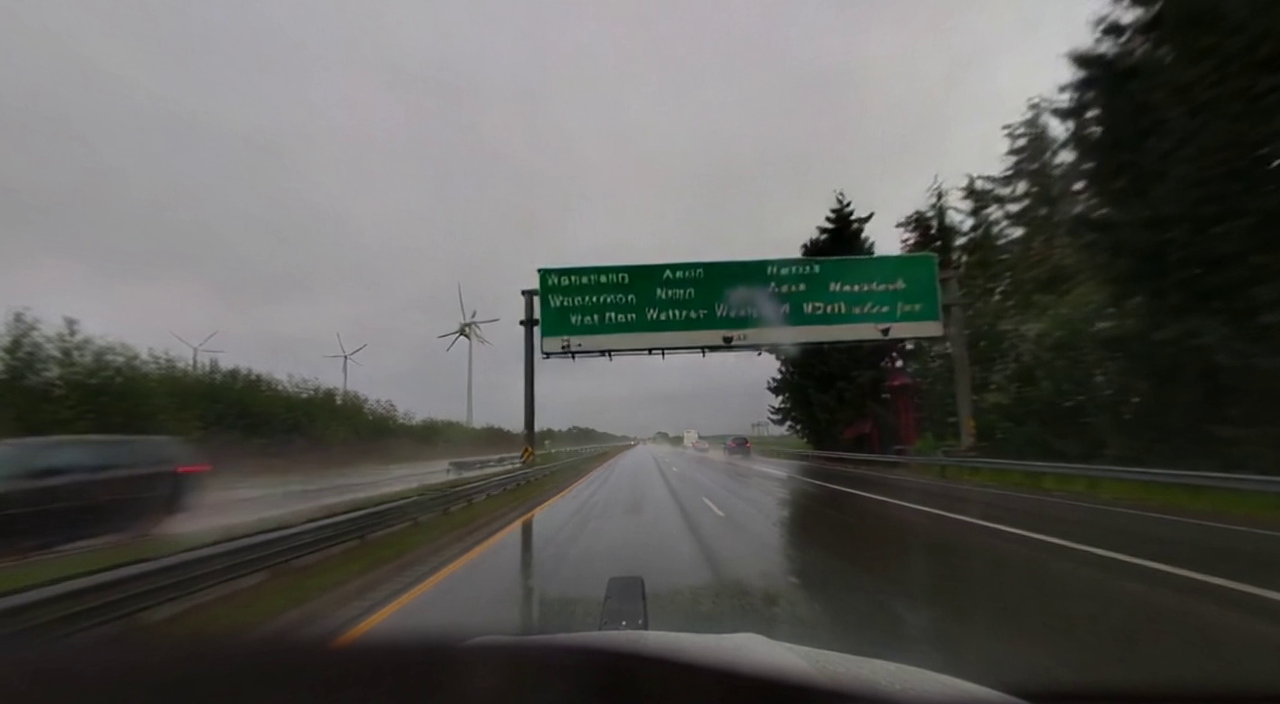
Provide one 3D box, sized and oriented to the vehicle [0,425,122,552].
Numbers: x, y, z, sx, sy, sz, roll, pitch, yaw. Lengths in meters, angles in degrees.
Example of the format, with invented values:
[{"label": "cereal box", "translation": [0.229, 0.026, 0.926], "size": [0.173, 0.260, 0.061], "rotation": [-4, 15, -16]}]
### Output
[{"label": "vehicle", "translation": [-8.672, 1.598, 7.324], "size": [1.913, 1.513, 3.912], "rotation": [1, -9, 0]}]
